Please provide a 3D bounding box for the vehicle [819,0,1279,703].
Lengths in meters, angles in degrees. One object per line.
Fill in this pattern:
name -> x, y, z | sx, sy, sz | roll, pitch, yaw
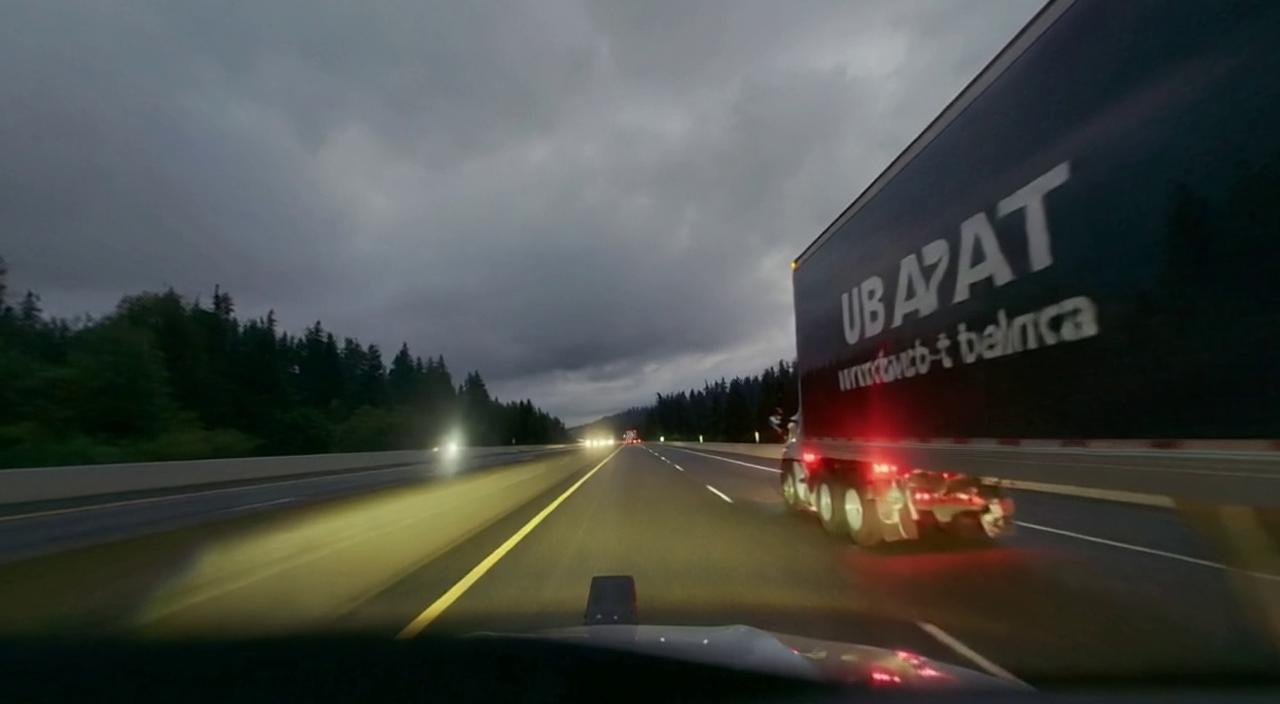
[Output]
vehicle -> 3.897, -0.296, 2.600 | 2.965, 3.887, 10.328 | 0, -8, -2
